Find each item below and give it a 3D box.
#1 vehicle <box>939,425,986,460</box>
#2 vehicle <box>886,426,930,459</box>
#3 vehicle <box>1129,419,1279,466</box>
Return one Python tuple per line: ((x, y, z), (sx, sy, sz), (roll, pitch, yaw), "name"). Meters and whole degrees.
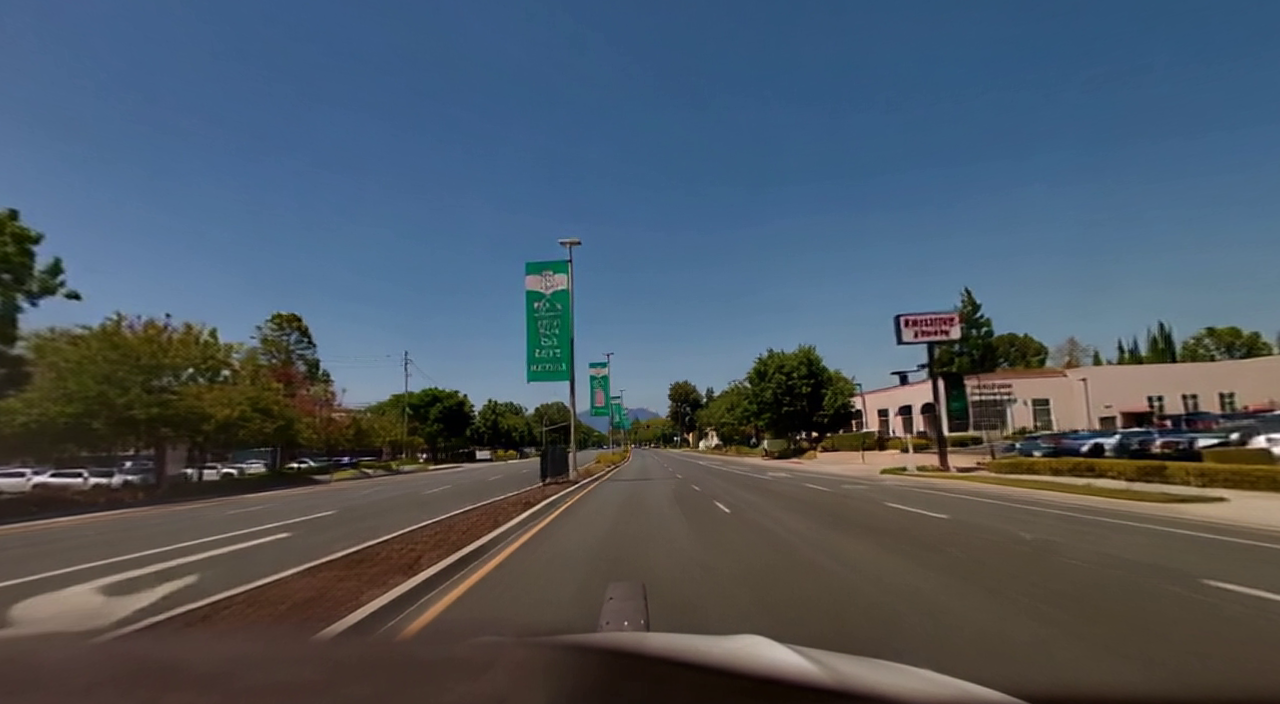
((21.859, 6.106, 42.928), (2.240, 2.095, 5.149), (-6, -7, 22), "vehicle")
((17.938, 6.073, 42.241), (2.425, 2.043, 5.455), (-4, -9, 22), "vehicle")
((19.515, 3.055, 21.463), (4.124, 1.473, 1.925), (0, -7, -2), "vehicle")
